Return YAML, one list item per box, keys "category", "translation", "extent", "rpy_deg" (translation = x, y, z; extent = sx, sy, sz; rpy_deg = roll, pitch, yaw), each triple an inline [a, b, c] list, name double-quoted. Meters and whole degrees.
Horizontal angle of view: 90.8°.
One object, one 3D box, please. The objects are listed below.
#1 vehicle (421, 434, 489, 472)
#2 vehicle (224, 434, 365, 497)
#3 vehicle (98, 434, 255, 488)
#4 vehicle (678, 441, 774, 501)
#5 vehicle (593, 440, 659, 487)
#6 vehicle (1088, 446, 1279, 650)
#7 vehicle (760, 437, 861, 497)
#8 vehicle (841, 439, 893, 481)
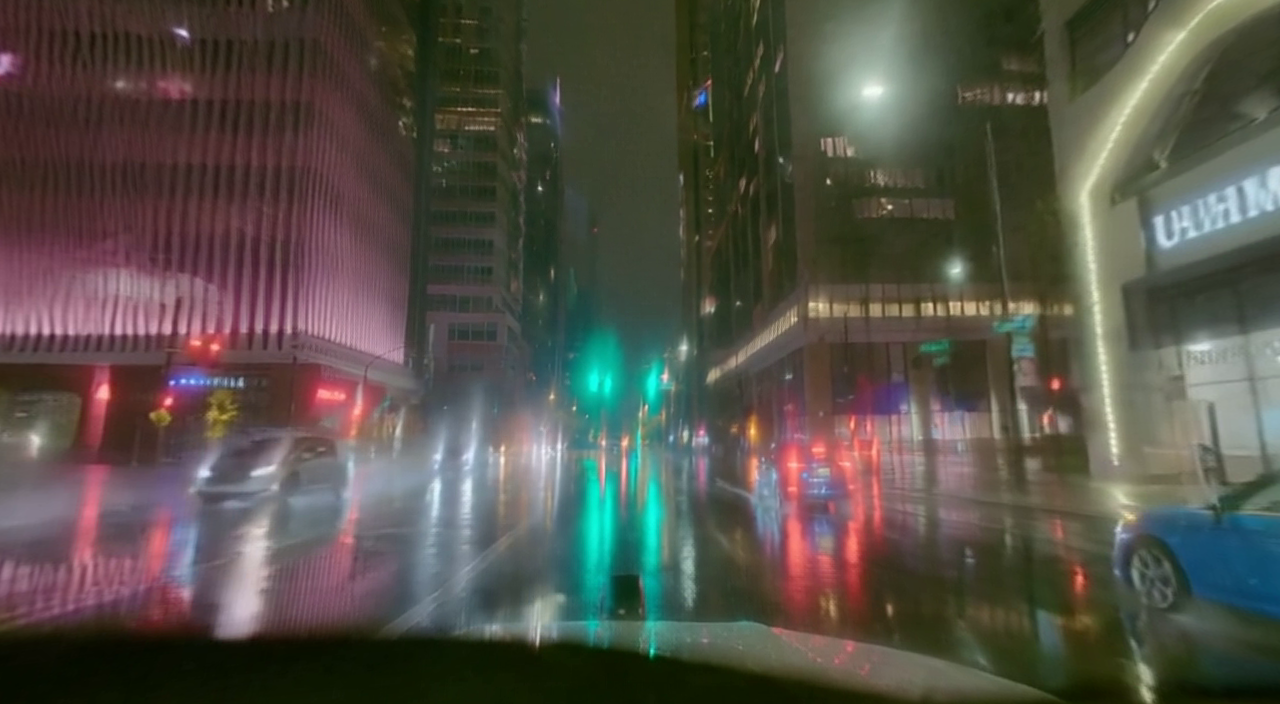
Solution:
- category: "vehicle"
  translation: [-9.625, 5.325, 33.397]
  extent: [2.142, 1.817, 4.823]
  rpy_deg: [0, -9, 0]
- category: "vehicle"
  translation: [-10.077, 3.320, 18.861]
  extent: [1.879, 1.637, 4.100]
  rpy_deg: [0, -9, 0]
- category: "vehicle"
  translation: [-15.998, 3.765, 22.196]
  extent: [2.087, 1.676, 4.567]
  rpy_deg: [0, -9, -1]
- category: "vehicle"
  translation: [2.303, 3.345, 18.160]
  extent: [1.987, 1.484, 4.427]
  rpy_deg: [0, -9, -2]
- category: "vehicle"
  translation: [-0.472, 3.874, 22.230]
  extent: [2.096, 1.457, 4.160]
  rpy_deg: [0, -9, -1]
- category: "vehicle"
  translation: [5.680, 1.370, 4.203]
  extent: [1.914, 1.484, 4.639]
  rpy_deg: [0, -9, -1]
- category: "vehicle"
  translation: [5.513, 3.761, 21.097]
  extent: [2.015, 1.745, 4.444]
  rpy_deg: [0, -9, -2]
- category: "vehicle"
  translation: [10.653, 4.991, 29.481]
  extent: [2.008, 1.794, 4.640]
  rpy_deg: [-4, -9, 21]
